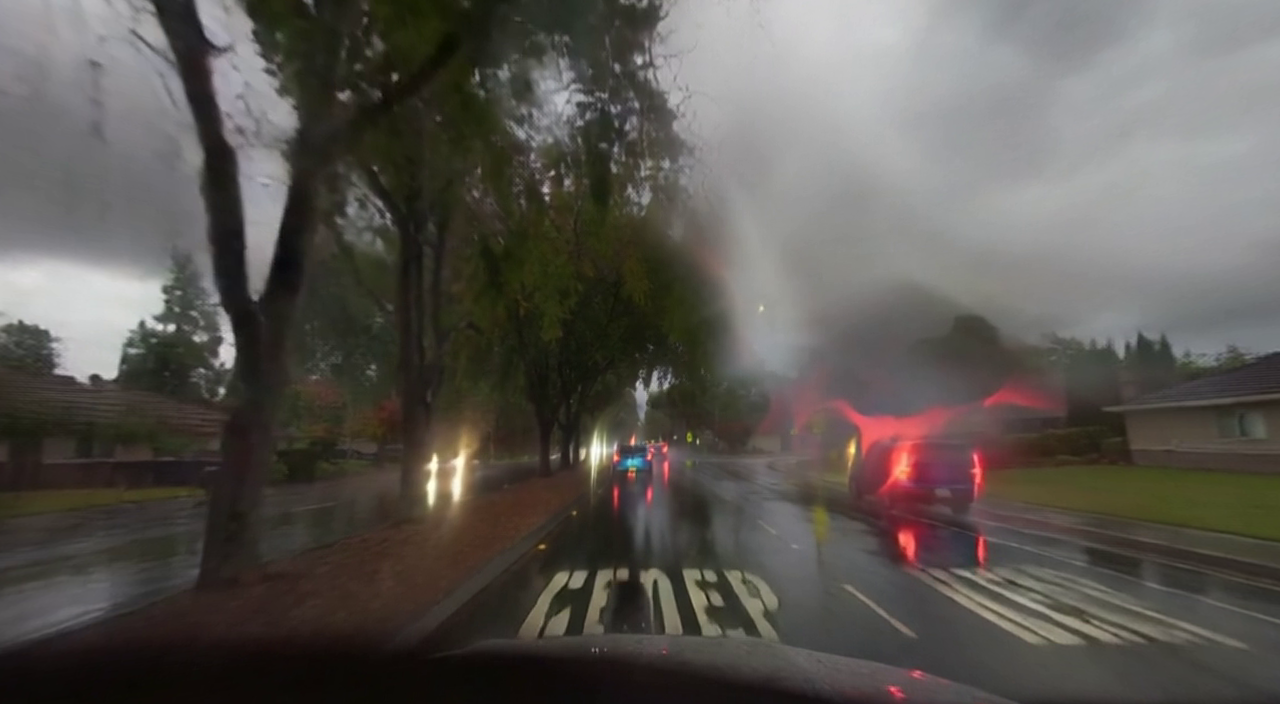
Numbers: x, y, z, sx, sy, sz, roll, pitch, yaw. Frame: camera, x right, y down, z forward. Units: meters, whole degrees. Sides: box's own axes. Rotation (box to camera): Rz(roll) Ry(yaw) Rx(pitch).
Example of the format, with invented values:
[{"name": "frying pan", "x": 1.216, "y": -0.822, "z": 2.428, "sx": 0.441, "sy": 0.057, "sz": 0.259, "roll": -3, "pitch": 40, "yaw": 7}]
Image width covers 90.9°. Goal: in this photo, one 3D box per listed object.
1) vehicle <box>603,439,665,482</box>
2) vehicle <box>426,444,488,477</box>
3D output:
[{"name": "vehicle", "x": -0.264, "y": 4.170, "z": 24.622, "sx": 2.158, "sy": 1.469, "sz": 4.909, "roll": 0, "pitch": -8, "yaw": -1}, {"name": "vehicle", "x": -9.232, "y": 5.488, "z": 32.133, "sx": 1.945, "sy": 1.530, "sz": 3.740, "roll": -1, "pitch": -8, "yaw": 1}]
